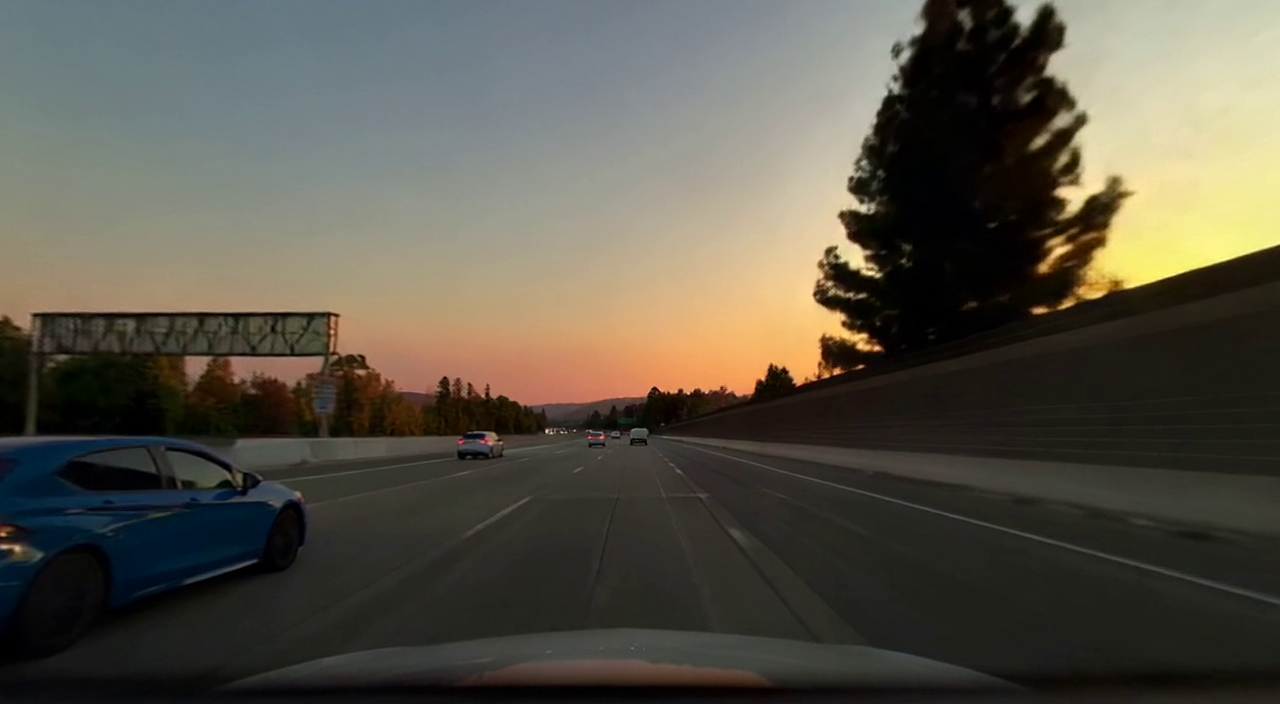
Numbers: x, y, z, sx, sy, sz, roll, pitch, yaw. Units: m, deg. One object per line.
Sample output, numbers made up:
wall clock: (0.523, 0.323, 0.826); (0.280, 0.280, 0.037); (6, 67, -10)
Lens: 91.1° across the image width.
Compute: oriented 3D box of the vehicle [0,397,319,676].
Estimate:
vehicle: (-4.496, 1.181, 4.717); (2.079, 1.500, 3.881); (0, -8, 1)

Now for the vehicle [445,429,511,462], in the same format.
vehicle: (-8.335, 4.858, 32.771); (2.053, 1.582, 4.878); (0, -8, 1)
